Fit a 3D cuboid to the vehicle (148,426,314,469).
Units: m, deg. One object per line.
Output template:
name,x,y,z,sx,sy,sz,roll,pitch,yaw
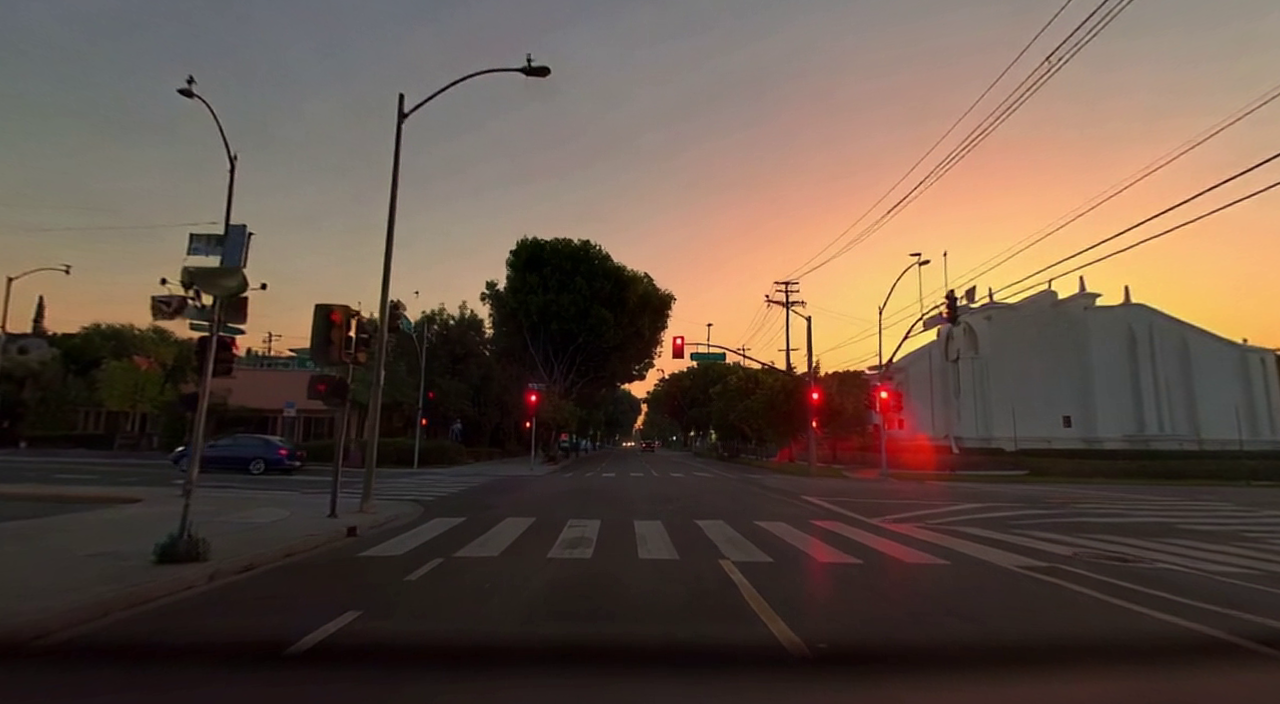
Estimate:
vehicle,-14.932,3.526,23.284,4.718,1.497,2.032,0,-9,2
